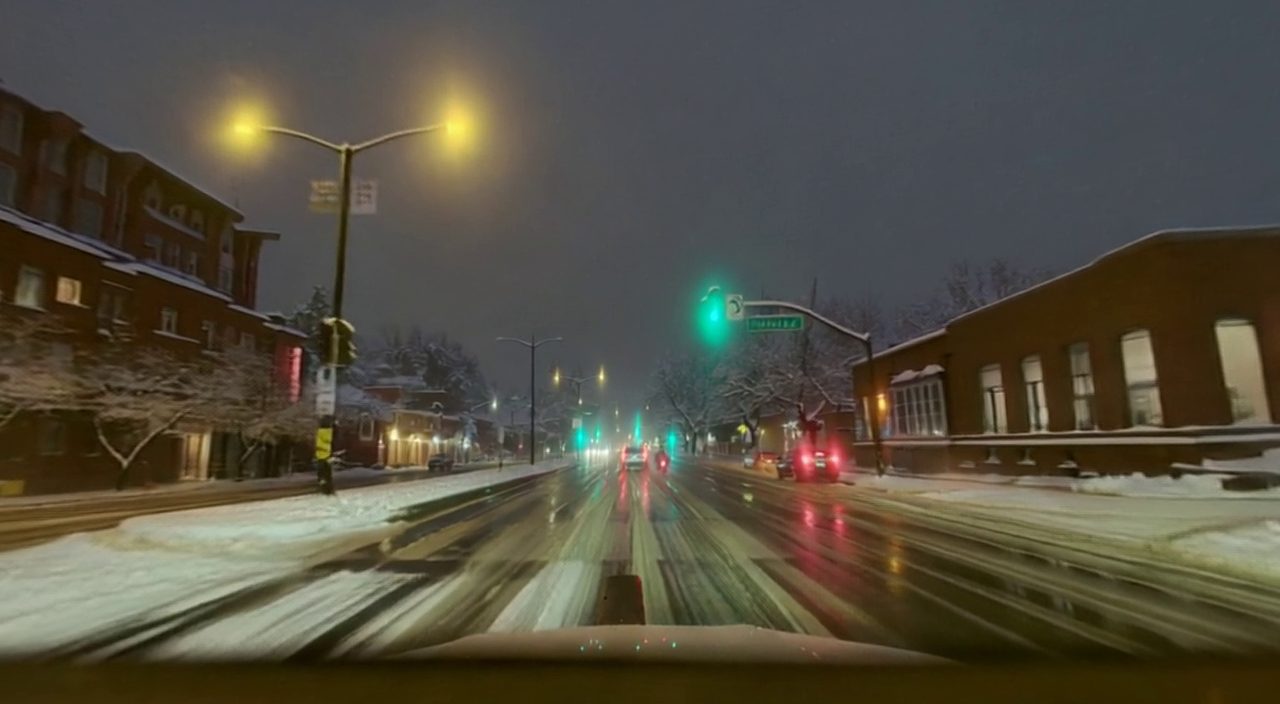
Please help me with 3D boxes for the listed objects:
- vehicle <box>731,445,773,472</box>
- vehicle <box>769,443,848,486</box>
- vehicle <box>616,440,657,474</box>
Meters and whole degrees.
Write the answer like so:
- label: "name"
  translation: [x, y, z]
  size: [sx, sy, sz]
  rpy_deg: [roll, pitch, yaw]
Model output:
- label: "vehicle"
  translation: [6.924, 6.600, 39.333]
  size: [1.785, 1.586, 3.896]
  rpy_deg: [0, -9, -2]
- label: "vehicle"
  translation: [6.807, 4.588, 26.033]
  size: [2.069, 1.590, 4.066]
  rpy_deg: [0, -9, -1]
- label: "vehicle"
  translation: [-0.252, 5.922, 35.839]
  size: [2.223, 1.775, 4.250]
  rpy_deg: [0, -9, -2]
